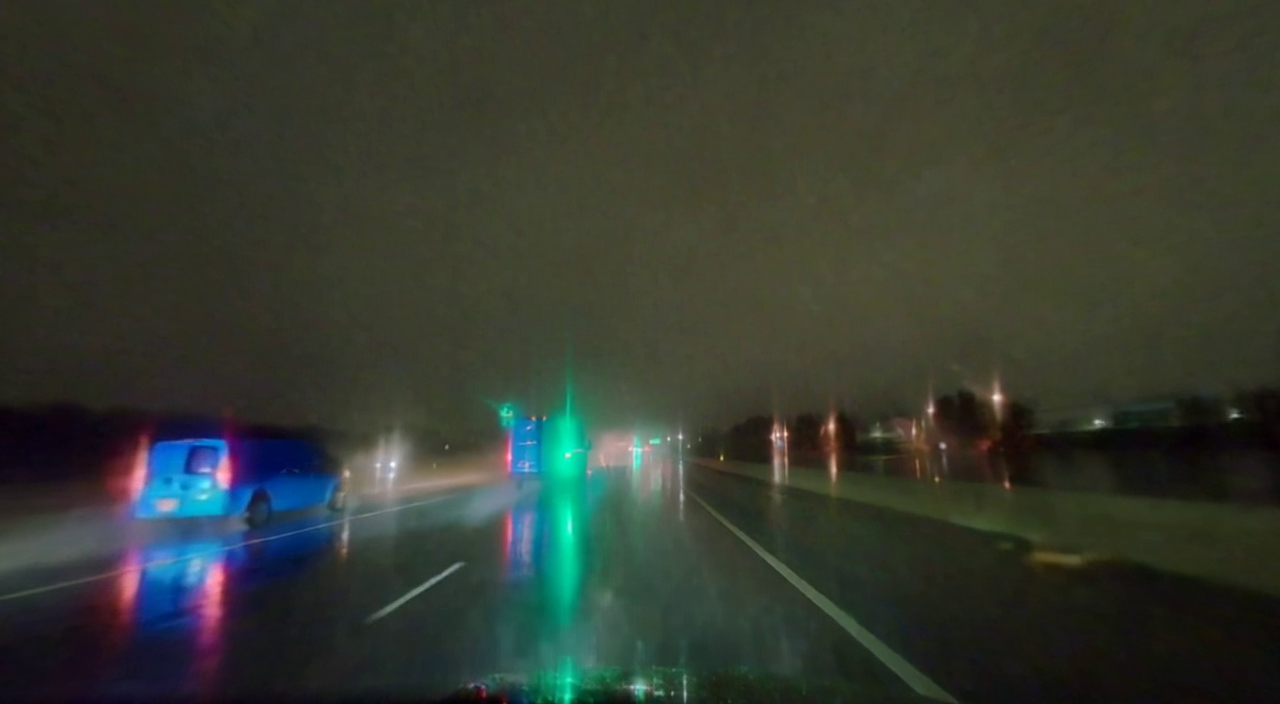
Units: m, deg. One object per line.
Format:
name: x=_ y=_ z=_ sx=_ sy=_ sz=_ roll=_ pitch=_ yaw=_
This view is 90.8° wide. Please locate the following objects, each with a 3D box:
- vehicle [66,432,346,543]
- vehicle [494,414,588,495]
vehicle: x=-7.607 y=2.394 z=11.769 sx=2.164 sy=1.664 sz=4.252 roll=0 pitch=-9 yaw=0
vehicle: x=-3.416 y=3.742 z=23.159 sx=2.437 sy=2.565 sz=5.829 roll=0 pitch=-9 yaw=1
